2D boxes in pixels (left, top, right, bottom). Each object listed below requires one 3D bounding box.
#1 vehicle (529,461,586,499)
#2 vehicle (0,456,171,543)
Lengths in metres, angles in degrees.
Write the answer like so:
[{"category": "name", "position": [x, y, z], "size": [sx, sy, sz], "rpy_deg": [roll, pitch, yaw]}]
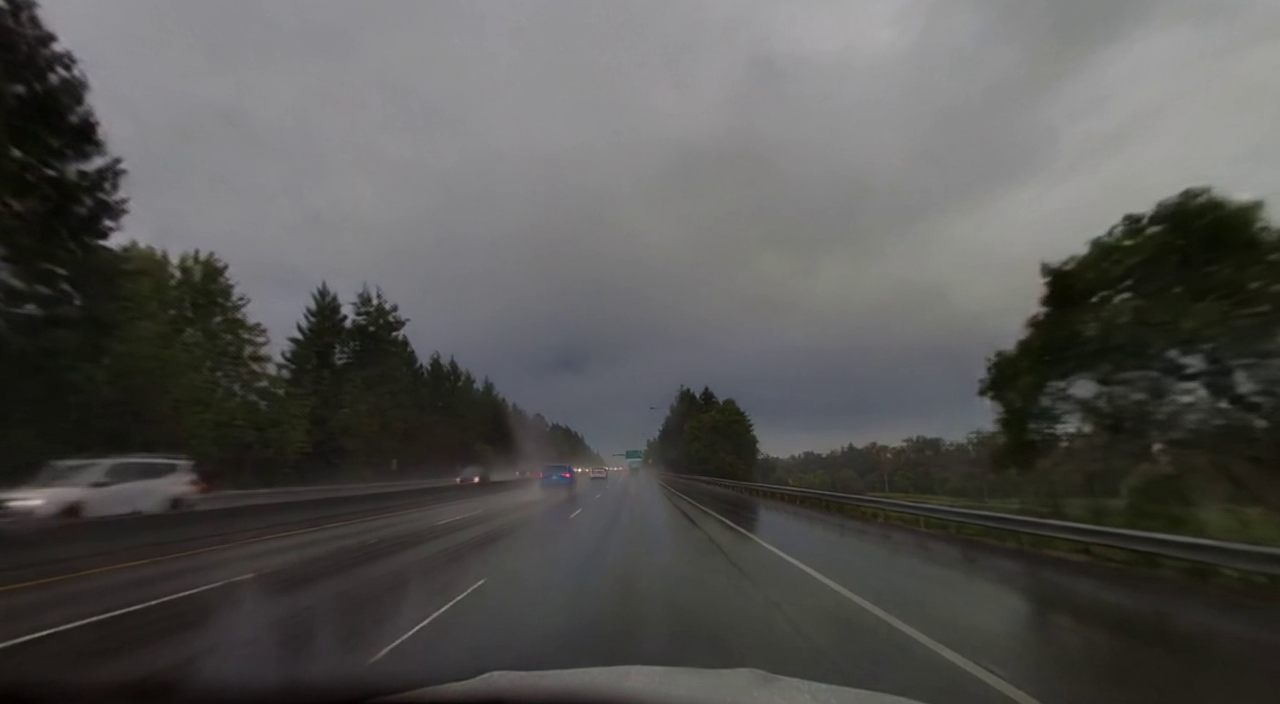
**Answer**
[{"category": "vehicle", "position": [-3.768, 5.965, 29.653], "size": [2.068, 1.592, 4.479], "rpy_deg": [1, -10, 0]}, {"category": "vehicle", "position": [-12.434, 2.959, 13.033], "size": [2.012, 1.522, 4.405], "rpy_deg": [1, -10, 0]}]
